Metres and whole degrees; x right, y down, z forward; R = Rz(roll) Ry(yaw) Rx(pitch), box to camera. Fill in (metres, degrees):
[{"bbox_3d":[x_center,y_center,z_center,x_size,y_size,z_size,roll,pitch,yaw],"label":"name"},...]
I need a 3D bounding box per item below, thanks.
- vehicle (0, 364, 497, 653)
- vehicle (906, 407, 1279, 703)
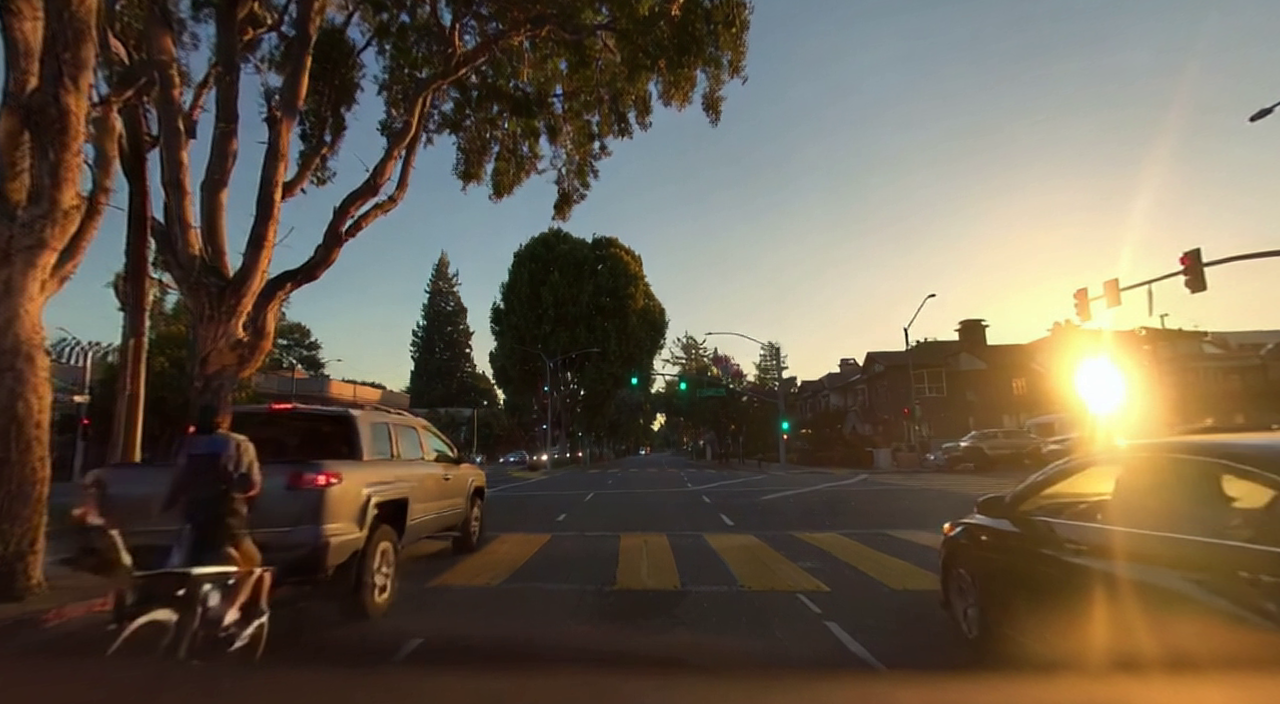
[{"bbox_3d":[-3.250,1.381,6.696,2.231,1.898,4.985,0,-8,0],"label":"vehicle"},{"bbox_3d":[3.131,1.014,2.733,1.990,1.454,4.490,0,-8,0],"label":"vehicle"}]
